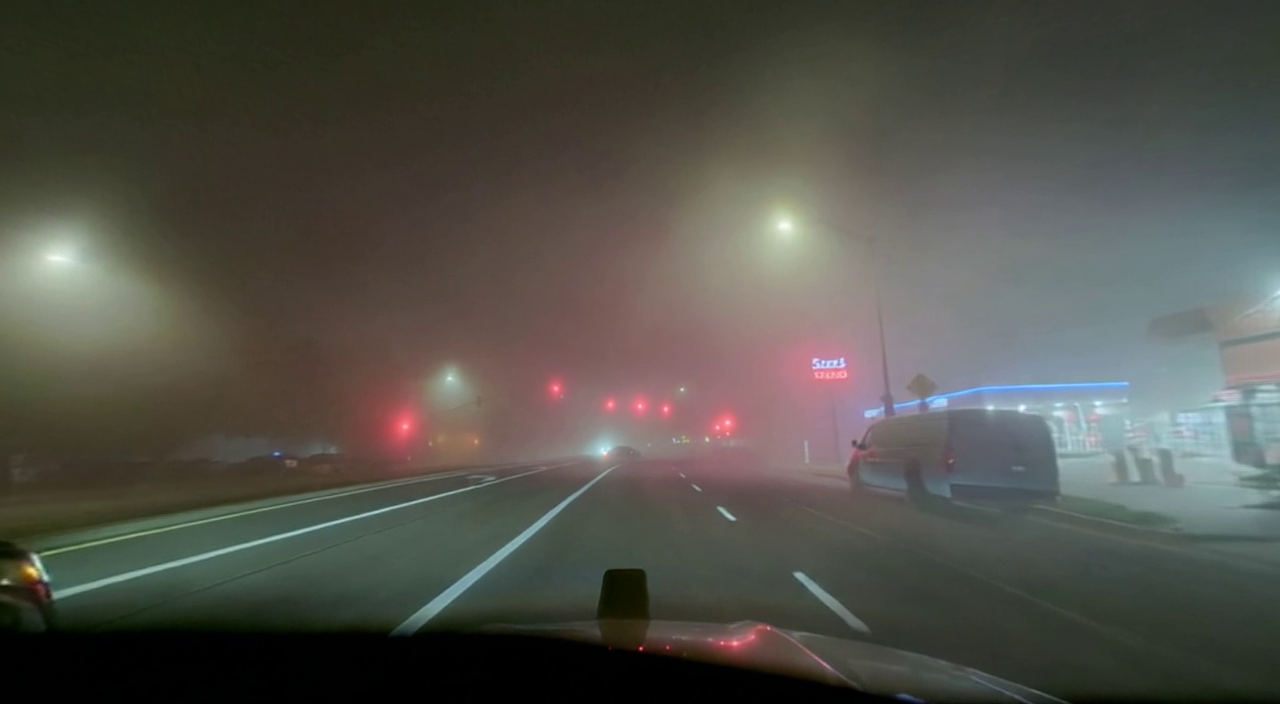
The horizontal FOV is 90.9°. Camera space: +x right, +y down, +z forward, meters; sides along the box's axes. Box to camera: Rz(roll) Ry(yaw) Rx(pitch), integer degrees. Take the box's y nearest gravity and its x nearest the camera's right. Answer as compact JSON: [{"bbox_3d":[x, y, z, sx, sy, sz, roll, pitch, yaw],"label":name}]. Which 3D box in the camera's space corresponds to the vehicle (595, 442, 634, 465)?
[{"bbox_3d":[-1.673,7.014,43.673,2.082,1.460,4.442,-1,-8,6],"label":"vehicle"}]

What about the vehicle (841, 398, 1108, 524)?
[{"bbox_3d":[7.255,2.495,15.001,2.764,2.327,6.492,0,-8,0],"label":"vehicle"}]

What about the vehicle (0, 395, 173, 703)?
[{"bbox_3d":[-3.414,0.699,0.961,2.018,1.470,4.346,0,-8,1],"label":"vehicle"}]
